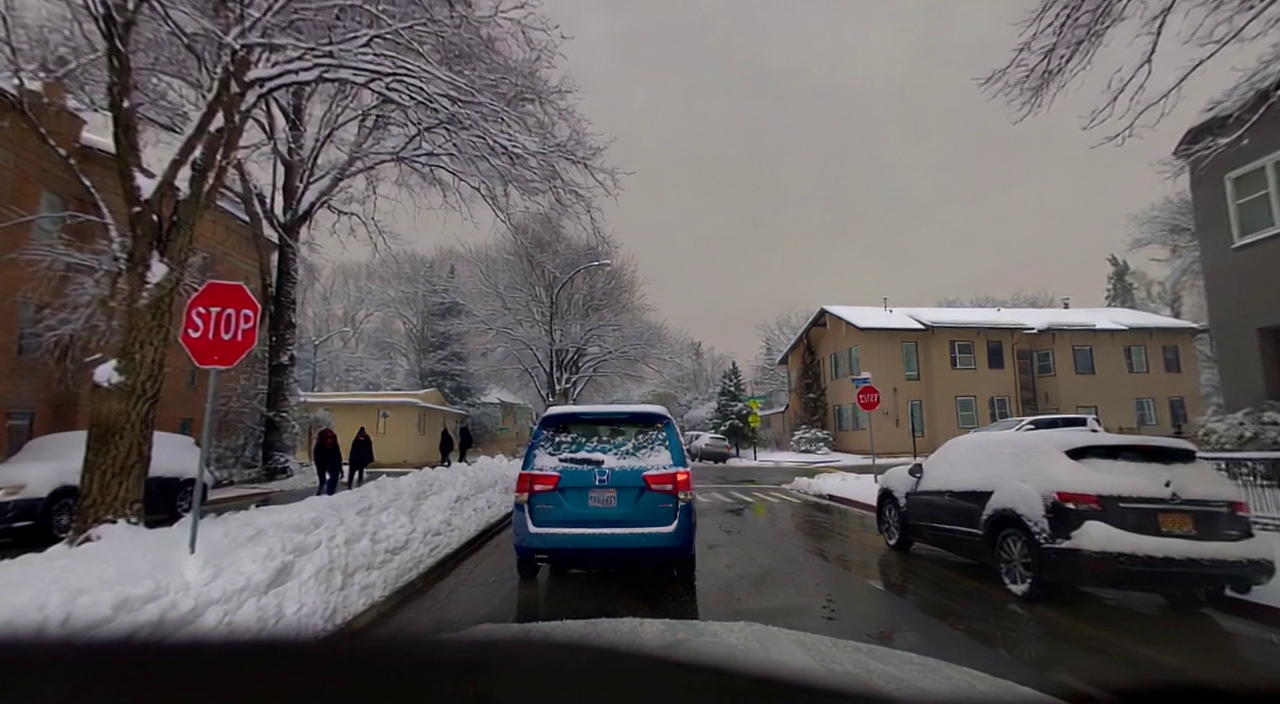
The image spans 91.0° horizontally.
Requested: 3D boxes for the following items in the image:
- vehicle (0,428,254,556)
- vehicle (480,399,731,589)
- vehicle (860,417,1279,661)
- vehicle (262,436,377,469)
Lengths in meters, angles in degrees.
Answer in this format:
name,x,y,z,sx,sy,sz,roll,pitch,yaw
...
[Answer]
name,x,y,z,sx,sy,sz,roll,pitch,yaw
vehicle,-8.284,2.006,9.853,1.825,1.532,4.083,-3,-7,2
vehicle,-0.355,1.698,8.392,2.377,1.787,4.652,0,-8,-1
vehicle,4.224,1.666,6.707,1.959,1.581,4.731,4,-9,-2
vehicle,-15.012,4.720,29.651,4.387,1.495,1.811,1,-8,-3
